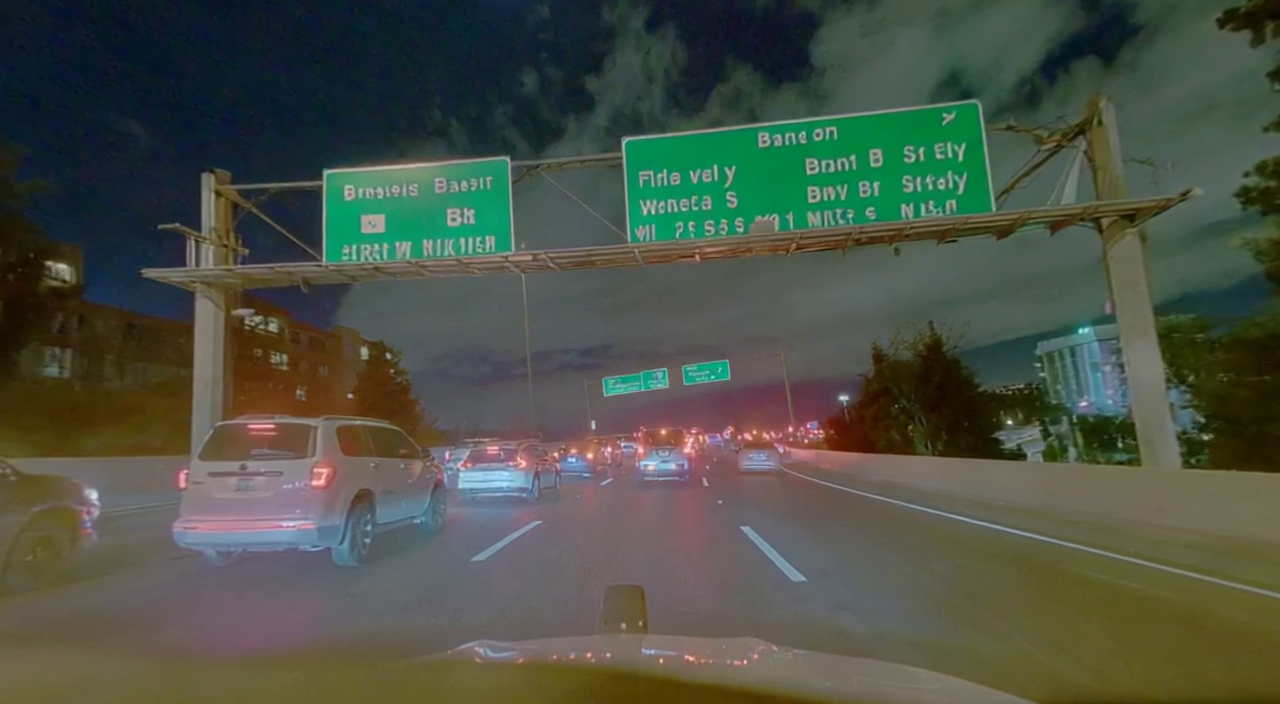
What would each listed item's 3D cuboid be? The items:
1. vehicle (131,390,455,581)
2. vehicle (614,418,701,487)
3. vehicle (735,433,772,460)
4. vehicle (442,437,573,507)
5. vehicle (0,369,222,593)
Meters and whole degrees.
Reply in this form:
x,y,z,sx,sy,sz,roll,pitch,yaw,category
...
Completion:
x,y,z,sx,sy,sz,roll,pitch,yaw,category
-4.042,1.623,8.355,1.850,1.862,4.150,0,-9,1,vehicle
0.693,3.484,22.039,2.616,2.063,5.933,0,-9,3,vehicle
7.891,6.547,43.796,2.329,1.760,4.525,-1,-9,10,vehicle
-3.123,2.955,16.104,1.998,1.494,5.020,0,-9,3,vehicle
-7.474,1.272,6.248,2.476,2.156,5.931,0,-9,1,vehicle
